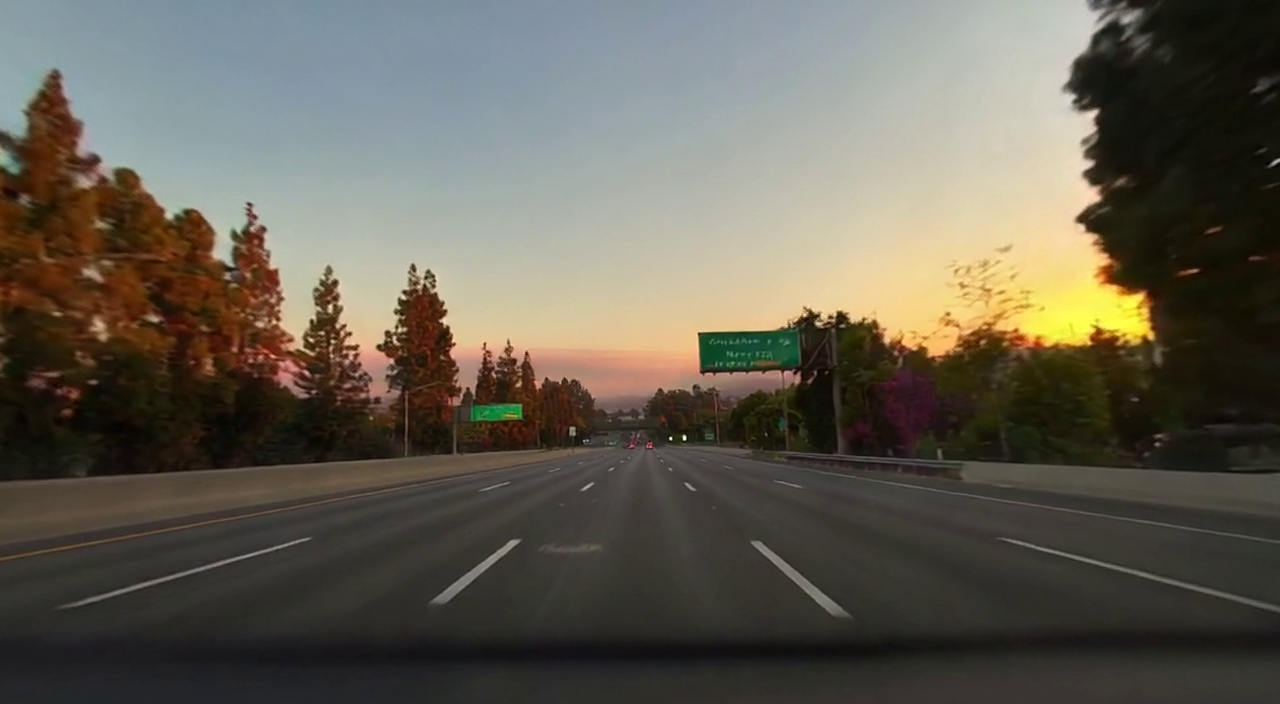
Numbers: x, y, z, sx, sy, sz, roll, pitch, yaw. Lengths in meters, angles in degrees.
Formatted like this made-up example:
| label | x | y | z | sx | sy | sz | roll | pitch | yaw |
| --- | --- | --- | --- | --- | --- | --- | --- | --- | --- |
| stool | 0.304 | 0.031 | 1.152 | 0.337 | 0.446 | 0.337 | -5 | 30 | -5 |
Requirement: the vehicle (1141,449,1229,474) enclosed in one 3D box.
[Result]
| label | x | y | z | sx | sy | sz | roll | pitch | yaw |
| --- | --- | --- | --- | --- | --- | --- | --- | --- | --- |
| vehicle | 41.152 | 8.260 | 47.713 | 4.709 | 1.790 | 1.939 | 0 | -8 | 1 |

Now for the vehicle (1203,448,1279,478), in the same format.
| label | x | y | z | sx | sy | sz | roll | pitch | yaw |
| --- | --- | --- | --- | --- | --- | --- | --- | --- | --- |
| vehicle | 42.266 | 7.630 | 43.420 | 4.888 | 1.742 | 2.113 | -3 | -8 | 0 |
